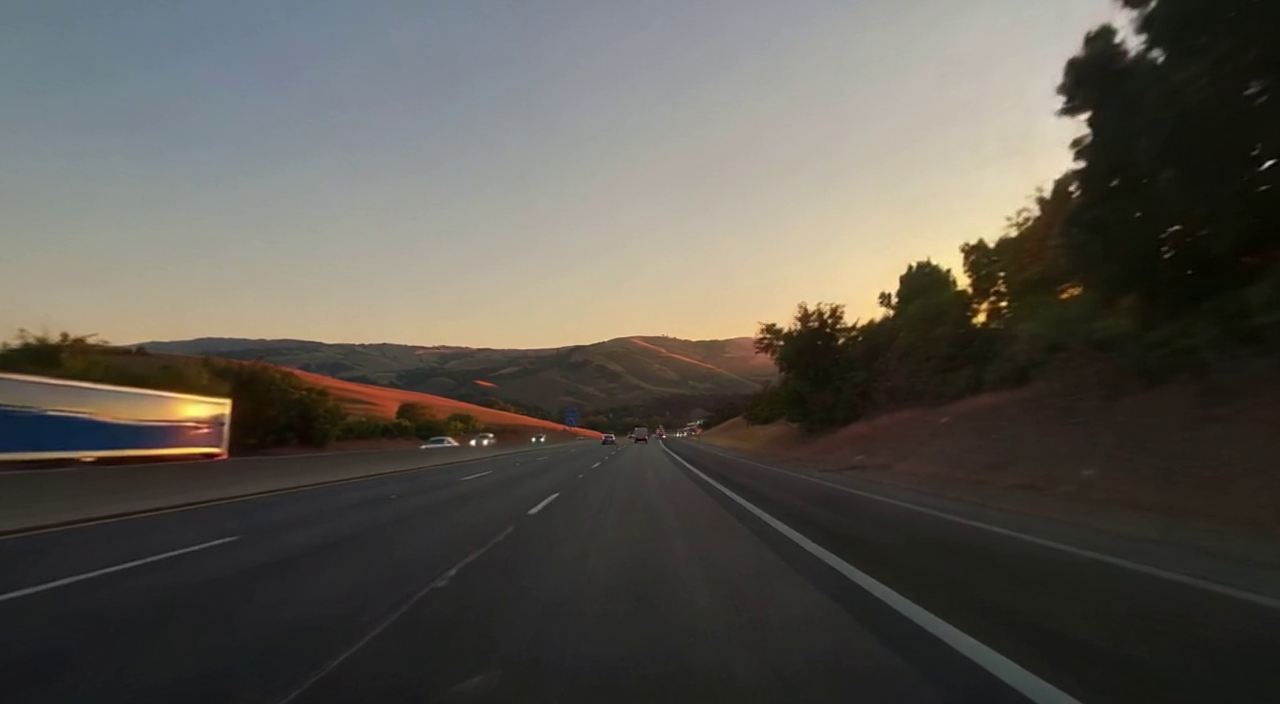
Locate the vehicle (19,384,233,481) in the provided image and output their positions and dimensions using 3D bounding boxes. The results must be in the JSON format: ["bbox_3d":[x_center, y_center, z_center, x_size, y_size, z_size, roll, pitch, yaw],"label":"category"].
[{"bbox_3d":[-23.412,3.789,29.544,2.887,3.875,8.389,0,-8,0],"label":"vehicle"}]

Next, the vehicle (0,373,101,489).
[{"bbox_3d":[-23.287,2.532,20.169,3.030,3.937,10.121,0,-8,-1],"label":"vehicle"}]
